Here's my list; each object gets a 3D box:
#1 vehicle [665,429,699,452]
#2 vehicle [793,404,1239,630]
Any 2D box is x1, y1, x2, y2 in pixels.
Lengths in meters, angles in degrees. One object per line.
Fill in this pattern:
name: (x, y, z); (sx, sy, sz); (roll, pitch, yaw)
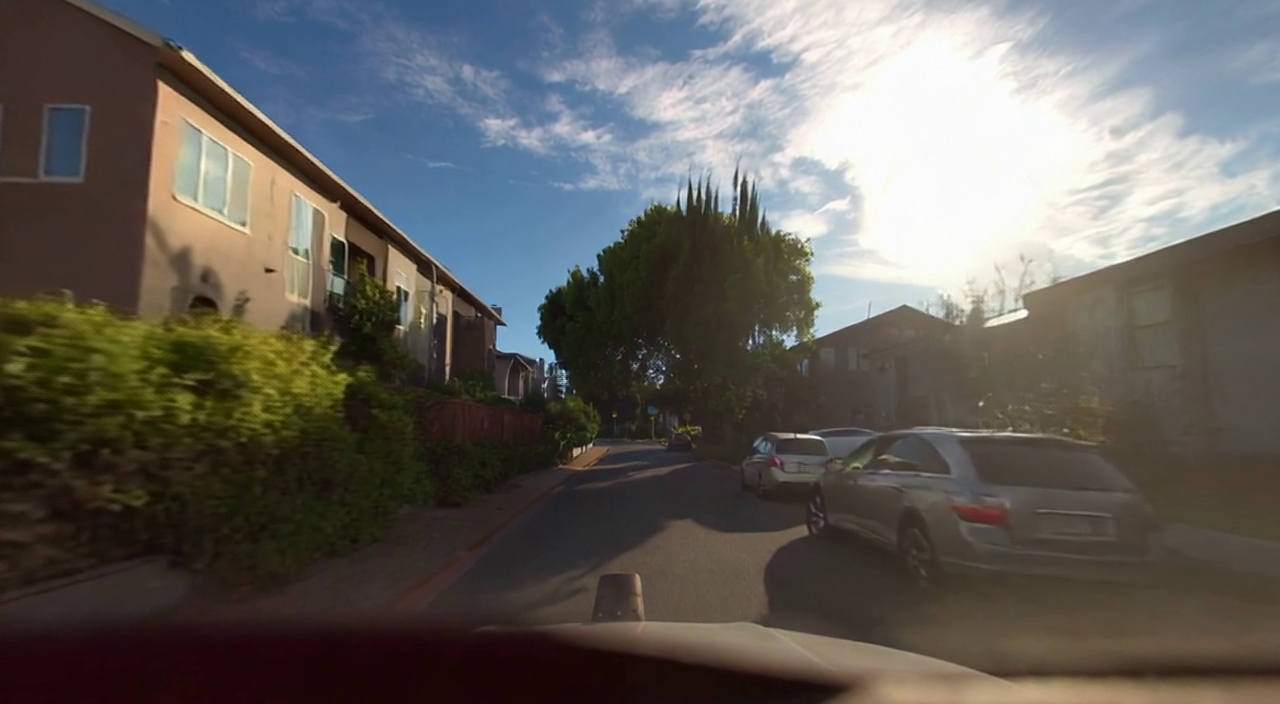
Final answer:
vehicle: (2.929, 6.197, 44.461); (1.955, 1.498, 4.046); (0, -7, -3)
vehicle: (3.263, 1.451, 6.855); (2.006, 1.603, 4.553); (0, -7, -1)
